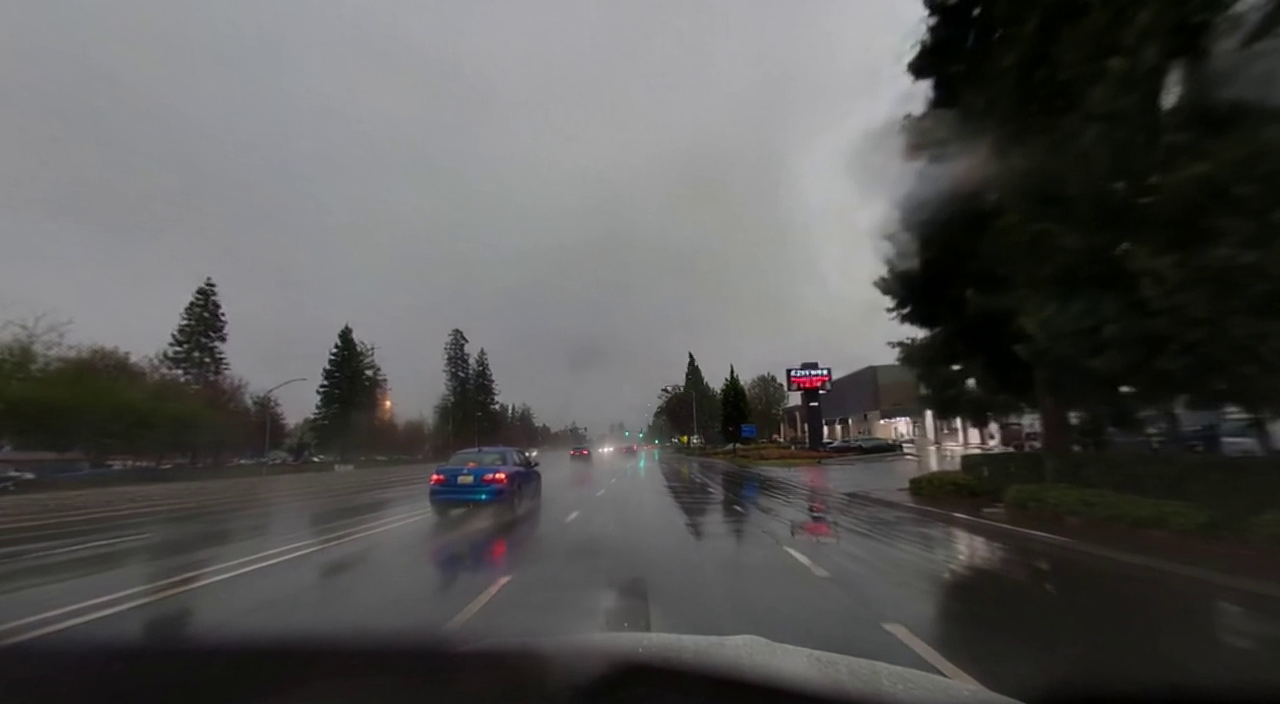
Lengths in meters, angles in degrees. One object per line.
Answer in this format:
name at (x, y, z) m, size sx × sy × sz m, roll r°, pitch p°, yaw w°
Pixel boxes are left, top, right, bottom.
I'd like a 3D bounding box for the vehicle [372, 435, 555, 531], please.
vehicle at (-3.068, 2.389, 12.123) m, size 2.152 × 1.479 × 4.394 m, roll 0°, pitch -9°, yaw 2°
